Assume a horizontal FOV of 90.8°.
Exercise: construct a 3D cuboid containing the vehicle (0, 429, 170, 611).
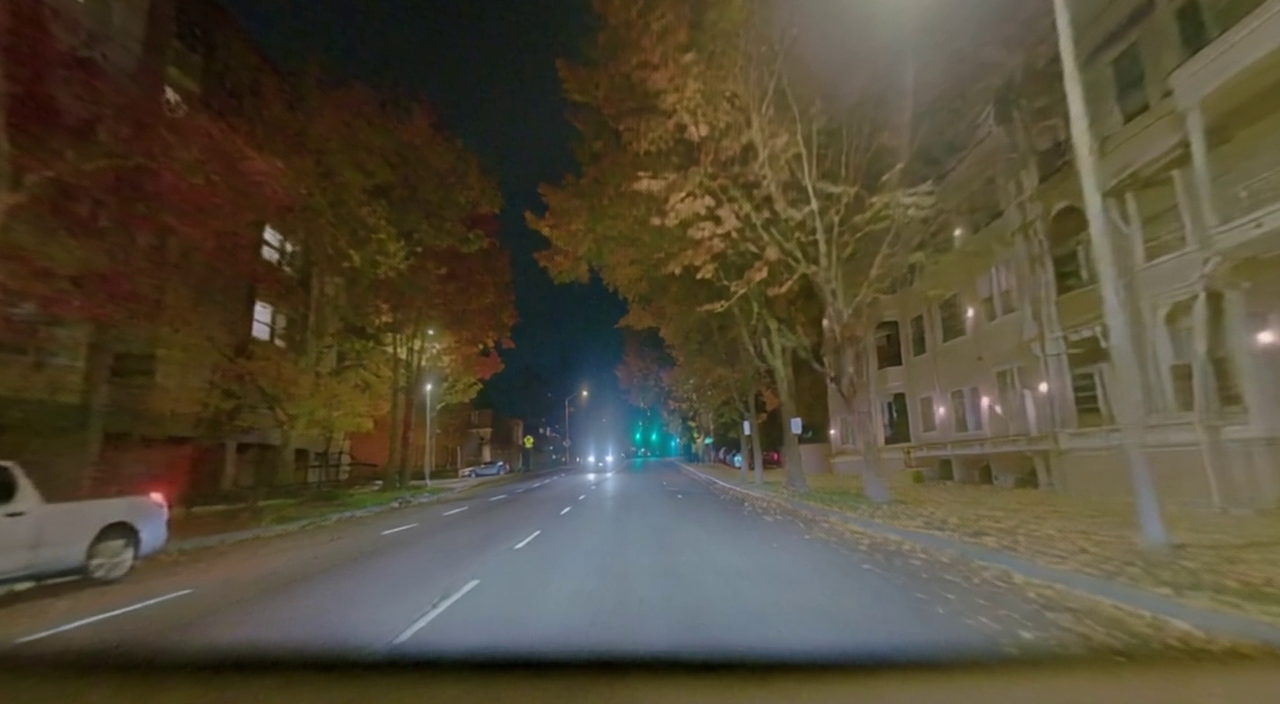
[{"bbox_3d":[-7.230,1.545,5.546,2.129,1.730,5.544,-1,-11,-3],"label":"vehicle"}]
